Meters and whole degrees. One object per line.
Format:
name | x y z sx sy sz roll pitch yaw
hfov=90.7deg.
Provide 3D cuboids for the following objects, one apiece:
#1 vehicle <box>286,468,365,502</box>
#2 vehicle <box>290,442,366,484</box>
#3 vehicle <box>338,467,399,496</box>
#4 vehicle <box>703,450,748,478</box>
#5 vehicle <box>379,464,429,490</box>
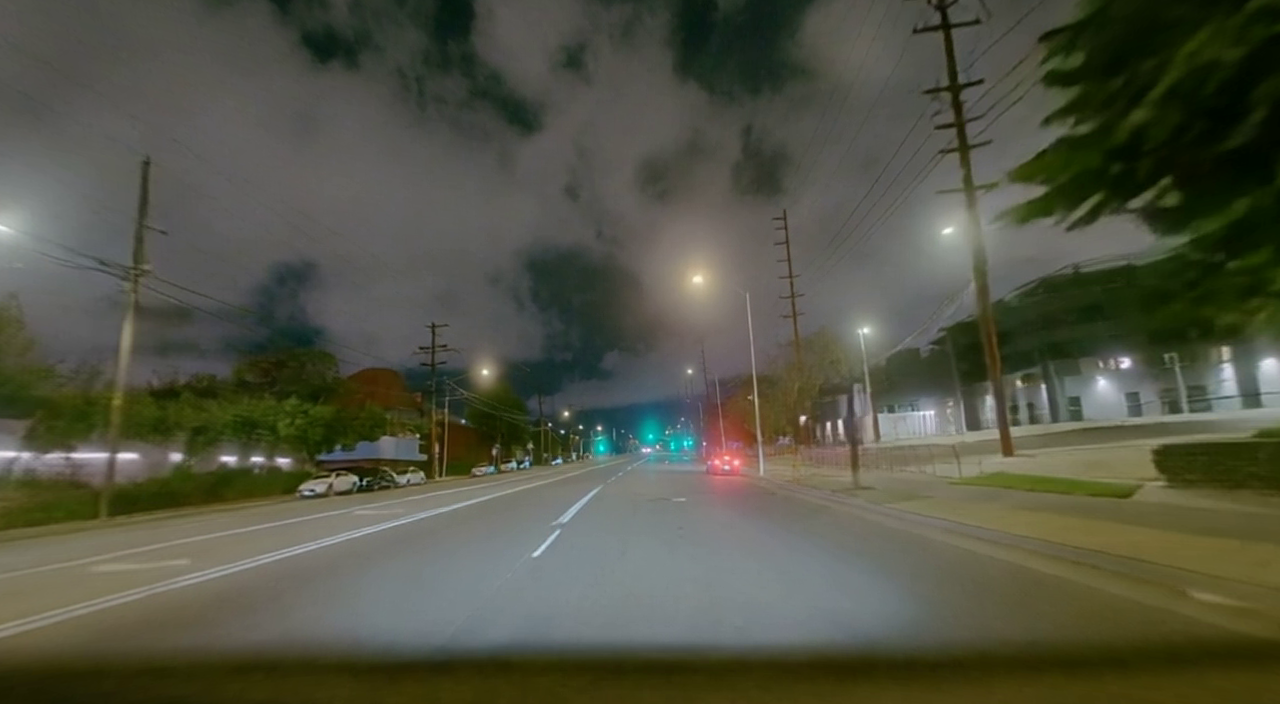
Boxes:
vehicle | -17.065 7.222 34.591 1.892 1.515 4.622 -6 -10 1
vehicle | -24.313 8.678 49.441 4.857 2.616 2.616 -3 -10 -16
vehicle | -17.020 8.106 39.900 1.845 1.450 4.457 -6 -10 -1
vehicle | 4.830 6.405 36.400 2.002 1.459 4.357 -1 -8 0
vehicle | -16.912 8.959 45.497 1.852 1.551 4.276 -6 -10 0
